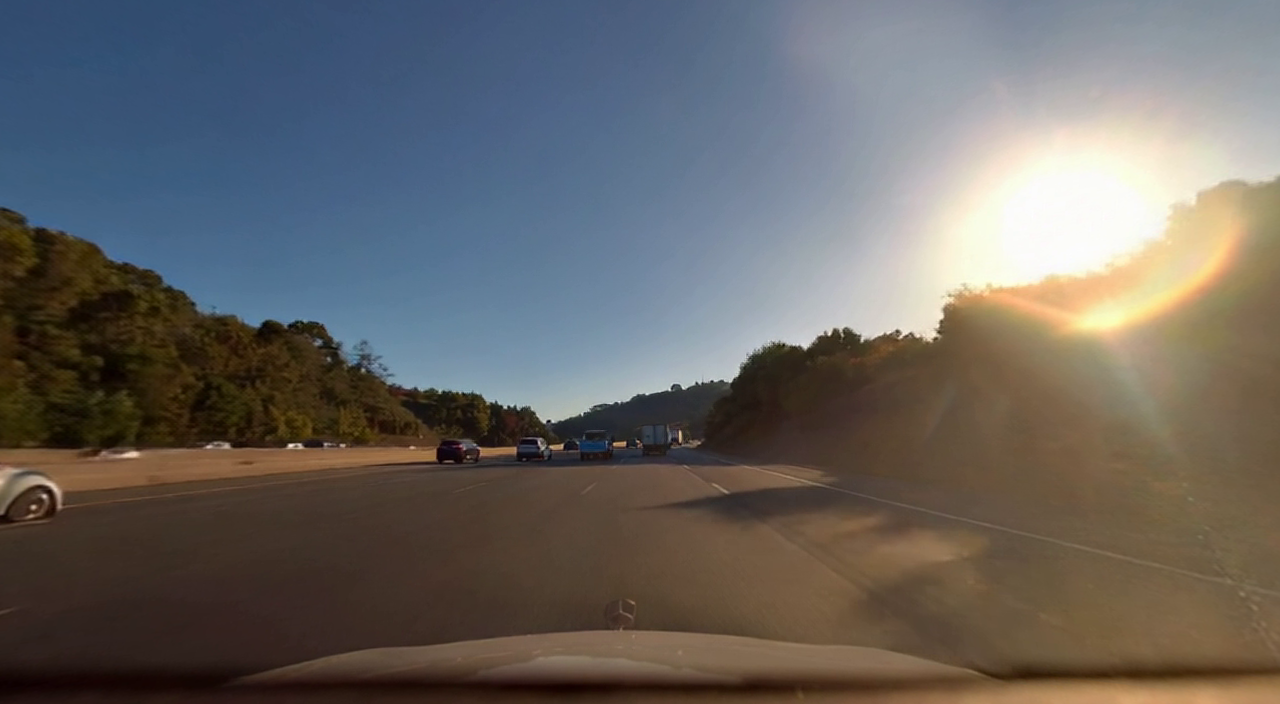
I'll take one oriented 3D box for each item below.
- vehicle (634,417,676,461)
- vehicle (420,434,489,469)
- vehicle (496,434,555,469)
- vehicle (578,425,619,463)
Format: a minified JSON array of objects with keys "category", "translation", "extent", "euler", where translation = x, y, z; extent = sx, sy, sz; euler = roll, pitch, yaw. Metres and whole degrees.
[{"category":"vehicle","translation":[1.077,6.226,45.239],"extent":[2.768,2.854,6.757],"euler":[0,-8,1]},{"category":"vehicle","translation":[-10.195,5.535,35.252],"extent":[2.080,1.777,5.450],"euler":[0,-8,1]},{"category":"vehicle","translation":[-6.442,5.662,36.131],"extent":[2.206,1.838,4.889],"euler":[0,-8,3]},{"category":"vehicle","translation":[-2.812,6.484,44.422],"extent":[2.328,2.519,5.238],"euler":[0,-8,3]}]
